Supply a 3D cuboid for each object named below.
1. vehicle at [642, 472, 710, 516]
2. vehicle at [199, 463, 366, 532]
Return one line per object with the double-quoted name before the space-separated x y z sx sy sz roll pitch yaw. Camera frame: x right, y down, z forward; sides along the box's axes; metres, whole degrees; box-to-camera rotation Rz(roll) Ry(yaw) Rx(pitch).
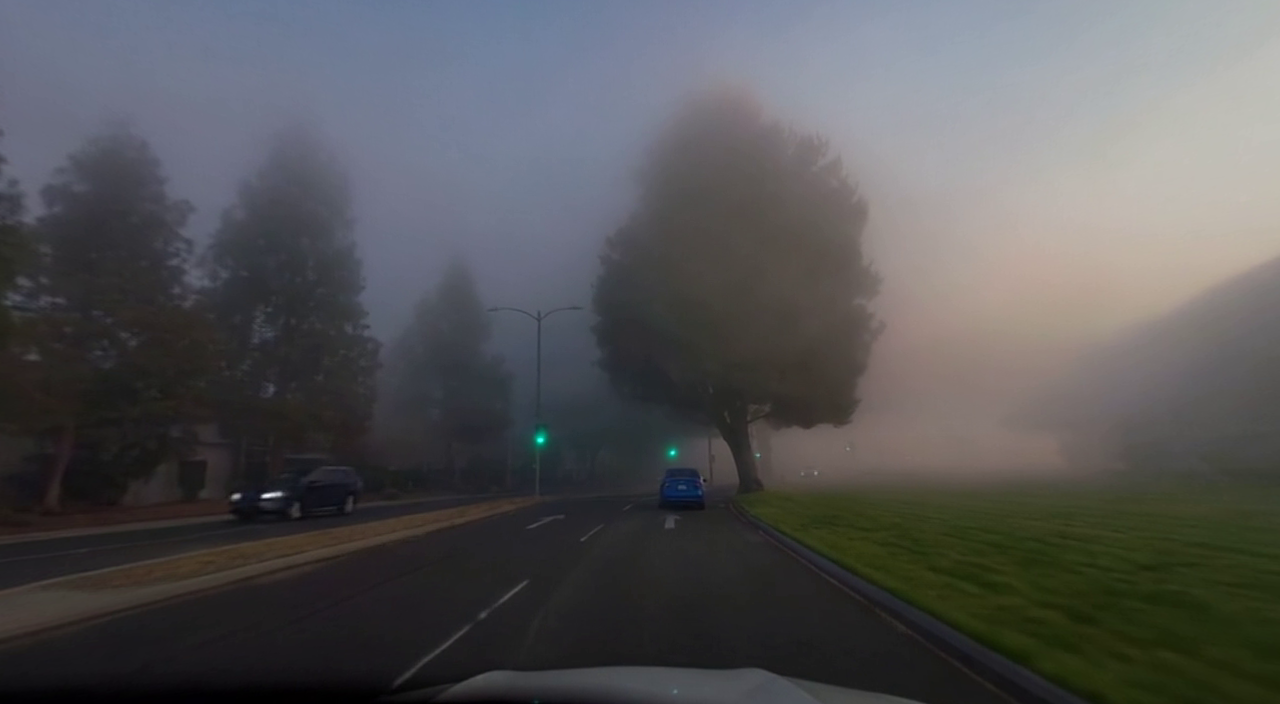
"vehicle" 1.385 4.824 21.803 1.972 1.250 5.282 -1 -11 7
"vehicle" -10.728 4.375 19.451 2.066 1.744 4.771 -4 -11 5
